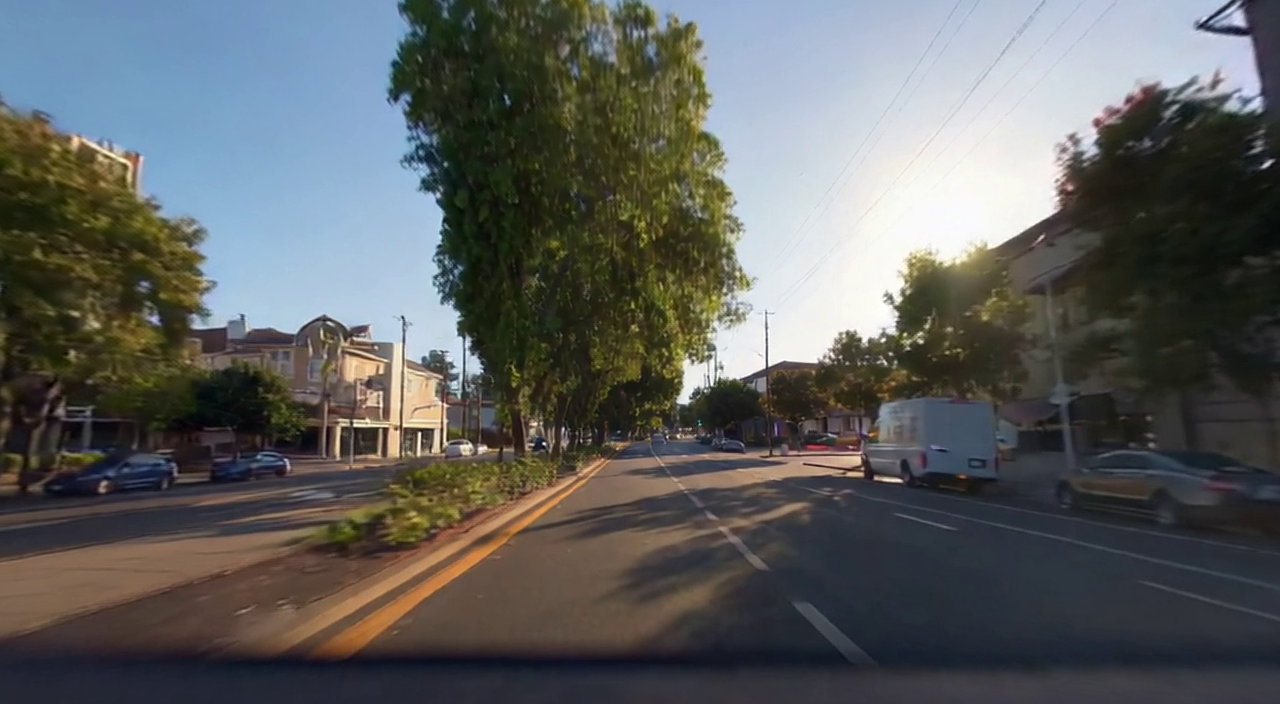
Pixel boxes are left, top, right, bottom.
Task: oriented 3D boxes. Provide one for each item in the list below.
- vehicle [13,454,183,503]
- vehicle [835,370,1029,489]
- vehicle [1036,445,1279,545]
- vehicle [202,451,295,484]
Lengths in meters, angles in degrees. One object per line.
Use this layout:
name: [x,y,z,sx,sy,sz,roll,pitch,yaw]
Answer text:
vehicle: [-19.492,4.533,23.102,1.975,1.484,4.820,0,-9,0]
vehicle: [9.598,2.827,22.201,2.684,3.381,8.336,0,-9,0]
vehicle: [9.723,2.431,11.572,1.827,1.414,4.879,0,-9,1]
vehicle: [-19.562,5.757,31.801,1.813,1.465,4.454,-1,-9,0]
